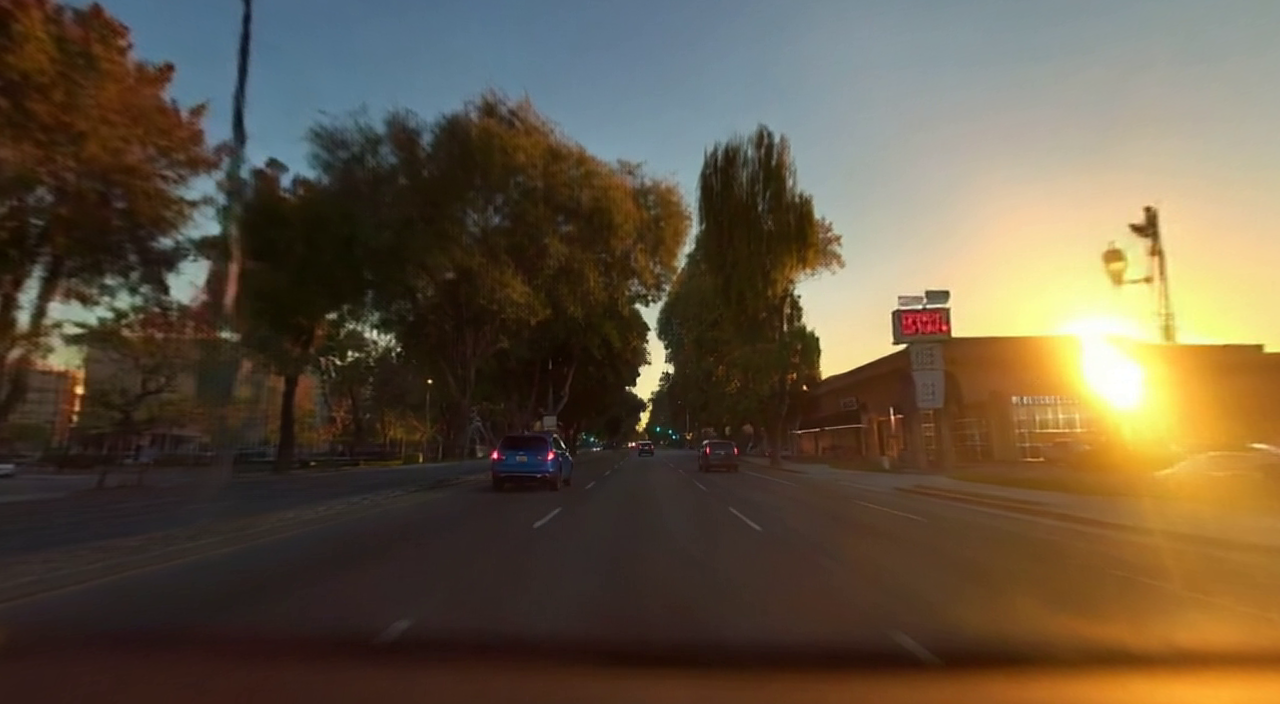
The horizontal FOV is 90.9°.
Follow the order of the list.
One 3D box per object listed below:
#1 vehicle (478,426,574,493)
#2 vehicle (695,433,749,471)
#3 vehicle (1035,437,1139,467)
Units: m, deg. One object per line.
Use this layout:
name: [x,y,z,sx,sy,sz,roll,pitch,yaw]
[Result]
vehicle: [-3.377,3.286,19.588,2.047,1.810,4.414,0,-8,1]
vehicle: [4.106,5.101,32.260,2.083,1.779,4.347,0,-8,-1]
vehicle: [30.197,6.772,42.848,2.274,1.901,5.570,2,-9,-11]
